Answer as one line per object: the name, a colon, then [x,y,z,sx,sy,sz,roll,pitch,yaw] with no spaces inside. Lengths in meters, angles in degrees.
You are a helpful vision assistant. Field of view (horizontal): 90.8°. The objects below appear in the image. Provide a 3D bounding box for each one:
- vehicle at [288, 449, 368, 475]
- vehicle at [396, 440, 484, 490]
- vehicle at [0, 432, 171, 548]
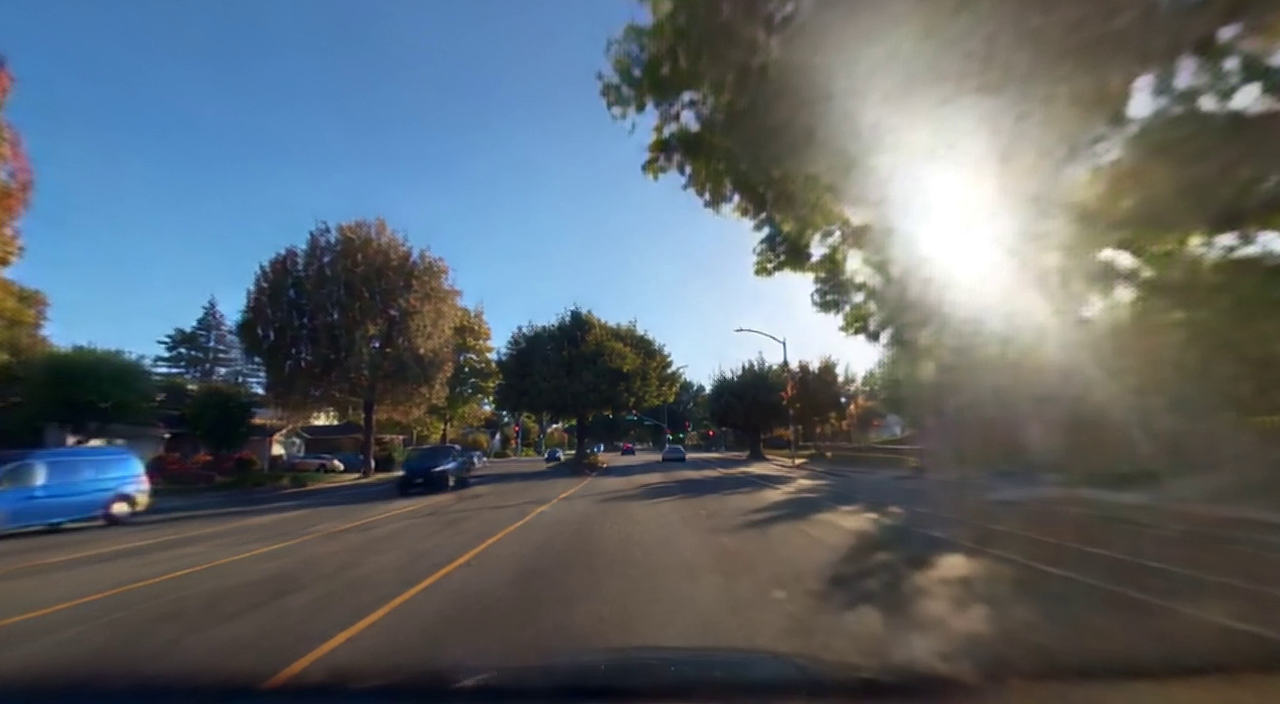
vehicle: [-20.919,7.347,42.484,4.354,1.676,1.905,0,-9,-2]
vehicle: [-7.464,4.235,24.079,1.958,1.702,4.386,0,-8,-1]
vehicle: [-13.582,2.941,14.005,2.346,2.217,5.290,0,-8,-2]
